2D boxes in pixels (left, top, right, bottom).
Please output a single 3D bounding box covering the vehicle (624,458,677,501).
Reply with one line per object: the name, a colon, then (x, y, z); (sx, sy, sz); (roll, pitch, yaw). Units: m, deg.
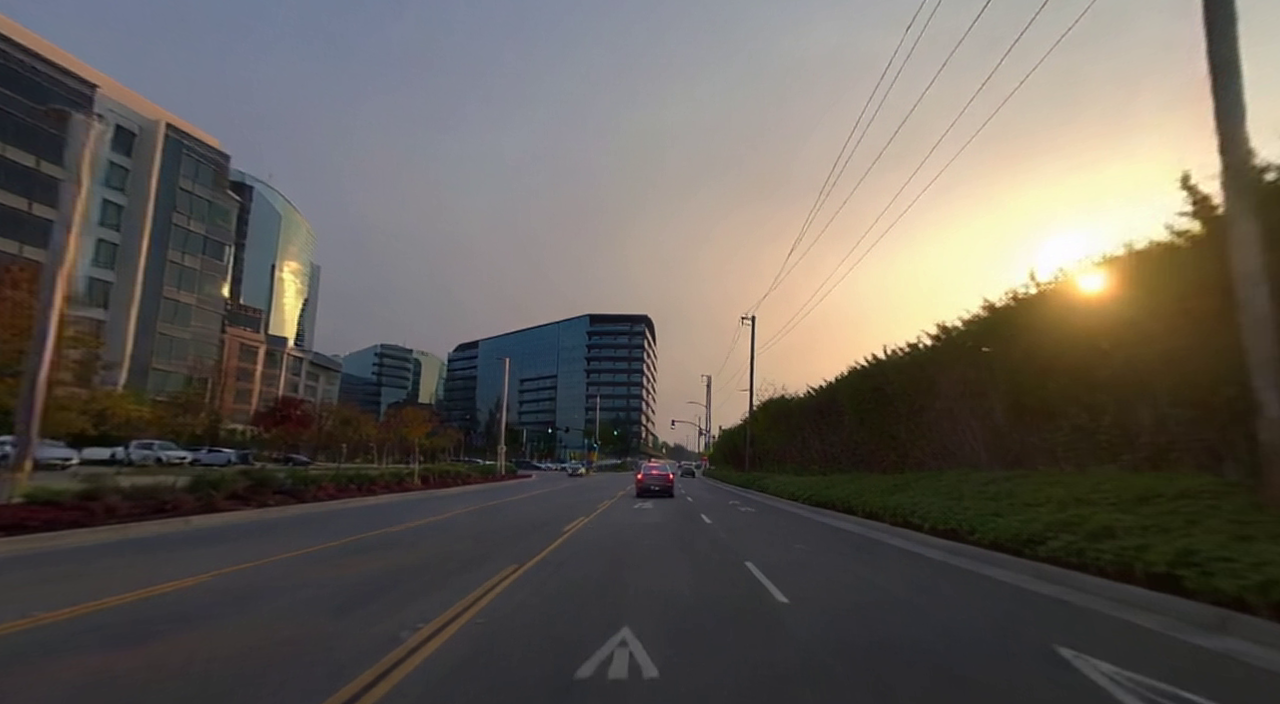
vehicle: (0.490, 5.404, 26.781); (2.067, 1.629, 3.858); (0, -11, 2)
